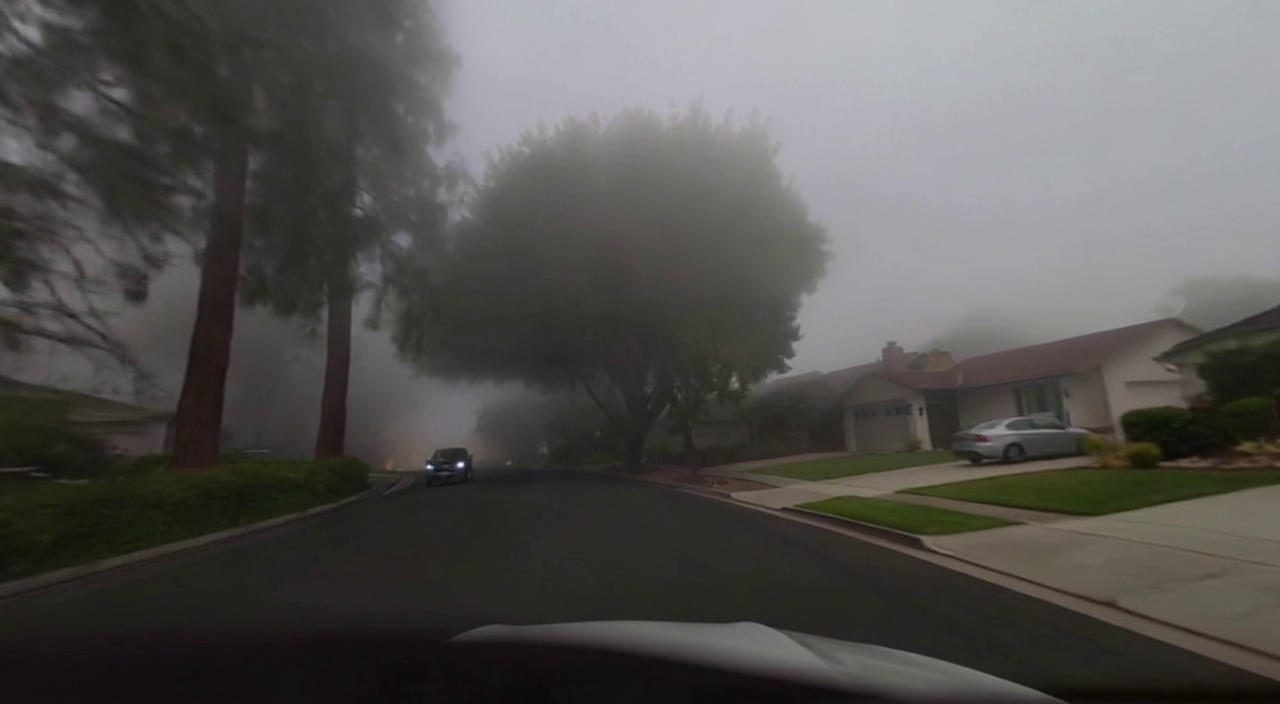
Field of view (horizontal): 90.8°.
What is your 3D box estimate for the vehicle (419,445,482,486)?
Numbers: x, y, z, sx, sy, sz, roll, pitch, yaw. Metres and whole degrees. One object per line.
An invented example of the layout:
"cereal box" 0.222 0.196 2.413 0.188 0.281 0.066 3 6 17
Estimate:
"vehicle" -8.939 5.354 30.169 2.217 1.751 4.763 1 -9 -9
